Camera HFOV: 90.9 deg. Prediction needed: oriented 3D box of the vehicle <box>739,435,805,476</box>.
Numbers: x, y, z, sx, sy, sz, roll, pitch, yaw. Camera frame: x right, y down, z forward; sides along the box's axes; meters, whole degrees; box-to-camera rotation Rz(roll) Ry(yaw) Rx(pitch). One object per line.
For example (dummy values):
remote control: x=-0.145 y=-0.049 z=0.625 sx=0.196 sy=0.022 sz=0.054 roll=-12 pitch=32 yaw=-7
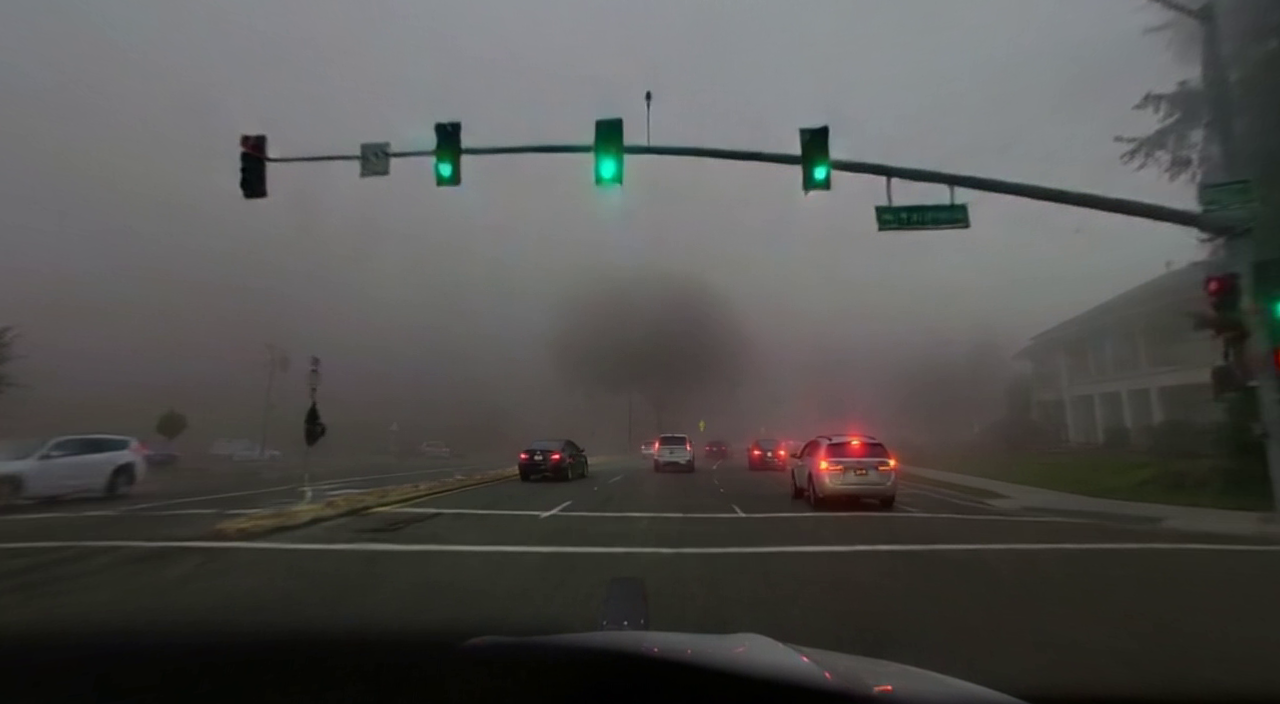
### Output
vehicle: x=5.227 y=4.162 z=25.546 sx=2.117 sy=1.472 sz=4.158 roll=-1 pitch=-9 yaw=5

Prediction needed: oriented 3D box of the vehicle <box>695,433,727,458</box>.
vehicle: x=5.032 y=6.610 z=44.467 sx=1.798 sy=1.660 sz=3.946 roll=-2 pitch=-9 yaw=12

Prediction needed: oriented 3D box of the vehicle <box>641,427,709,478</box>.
vehicle: x=1.456 y=3.825 z=24.142 sx=2.250 sy=1.768 sz=4.574 roll=-1 pitch=-9 yaw=7

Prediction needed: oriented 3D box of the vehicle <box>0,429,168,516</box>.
vehicle: x=-12.336 y=2.359 z=12.616 sx=2.009 sy=1.527 sz=4.534 roll=-1 pitch=-9 yaw=5

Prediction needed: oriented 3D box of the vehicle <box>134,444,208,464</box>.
vehicle: x=-36.490 y=7.920 z=49.110 sx=4.194 sy=1.493 sz=1.992 roll=-1 pitch=-9 yaw=4

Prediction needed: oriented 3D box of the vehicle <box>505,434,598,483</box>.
vehicle: x=-2.804 y=3.531 z=21.163 sx=2.006 sy=1.464 sz=4.586 roll=-1 pitch=-9 yaw=6

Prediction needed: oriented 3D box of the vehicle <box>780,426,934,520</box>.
vehicle: x=4.007 y=2.286 z=12.301 sx=1.859 sy=1.540 sz=3.454 roll=-1 pitch=-9 yaw=2
